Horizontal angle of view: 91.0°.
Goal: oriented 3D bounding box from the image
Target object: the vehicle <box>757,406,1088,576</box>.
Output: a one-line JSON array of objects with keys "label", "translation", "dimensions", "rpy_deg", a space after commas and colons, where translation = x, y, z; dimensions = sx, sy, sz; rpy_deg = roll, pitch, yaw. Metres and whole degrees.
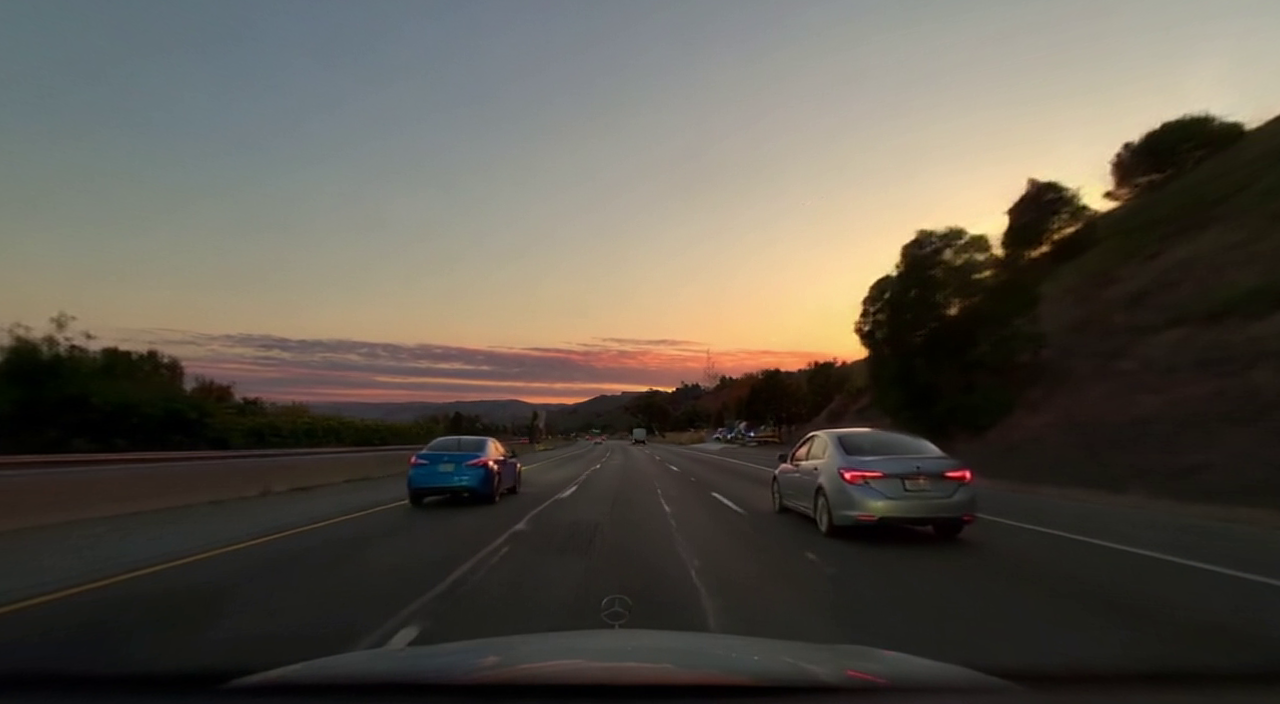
[{"label": "vehicle", "translation": [3.217, 1.676, 8.408], "dimensions": [2.349, 1.651, 4.161], "rpy_deg": [0, -8, -2]}]

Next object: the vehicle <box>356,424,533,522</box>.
[{"label": "vehicle", "translation": [-3.629, 2.338, 12.735], "dimensions": [2.206, 1.604, 4.374], "rpy_deg": [0, -8, 0]}]
